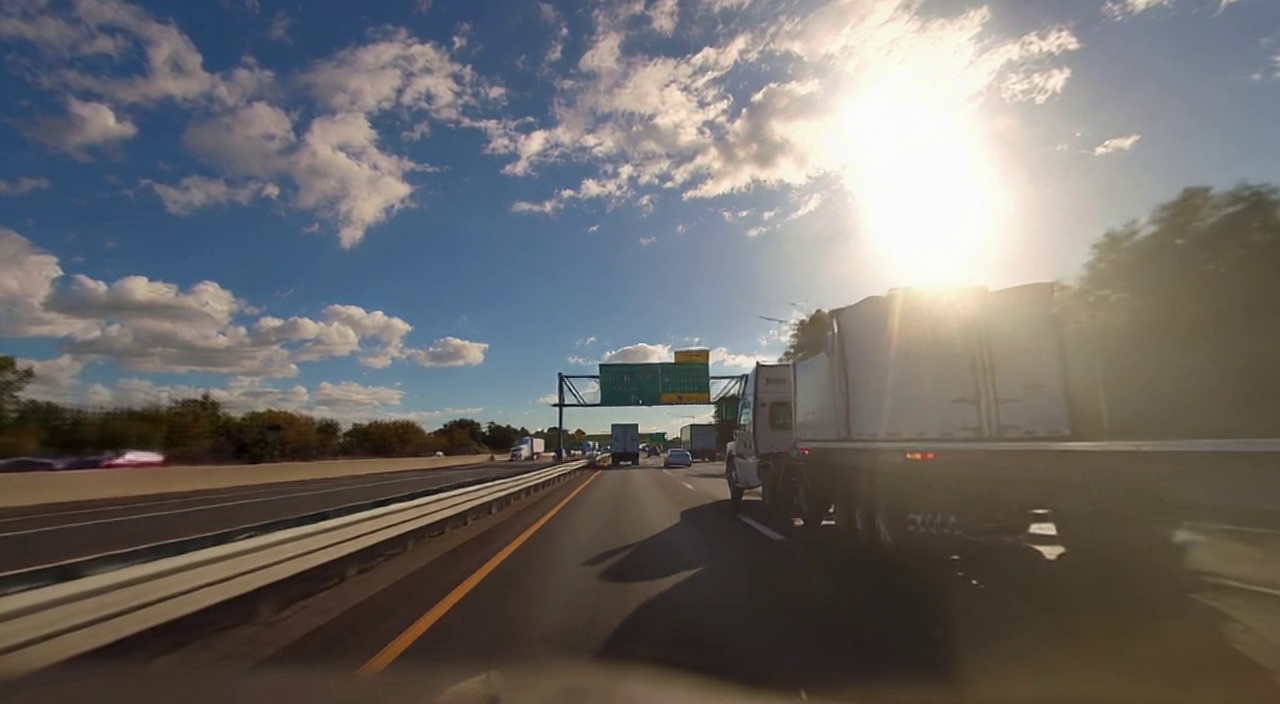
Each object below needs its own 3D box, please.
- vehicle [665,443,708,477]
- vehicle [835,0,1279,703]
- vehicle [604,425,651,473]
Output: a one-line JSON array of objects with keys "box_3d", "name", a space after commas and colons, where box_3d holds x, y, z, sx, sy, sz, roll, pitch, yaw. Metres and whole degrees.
[{"box_3d": [2.474, 5.742, 33.450, 2.127, 1.642, 3.899, -1, -9, 3], "name": "vehicle"}, {"box_3d": [3.912, -0.085, 3.446, 2.816, 4.086, 8.486, 0, -9, 0], "name": "vehicle"}, {"box_3d": [-0.686, 6.101, 39.473, 2.506, 2.743, 6.093, -1, -9, 3], "name": "vehicle"}]
